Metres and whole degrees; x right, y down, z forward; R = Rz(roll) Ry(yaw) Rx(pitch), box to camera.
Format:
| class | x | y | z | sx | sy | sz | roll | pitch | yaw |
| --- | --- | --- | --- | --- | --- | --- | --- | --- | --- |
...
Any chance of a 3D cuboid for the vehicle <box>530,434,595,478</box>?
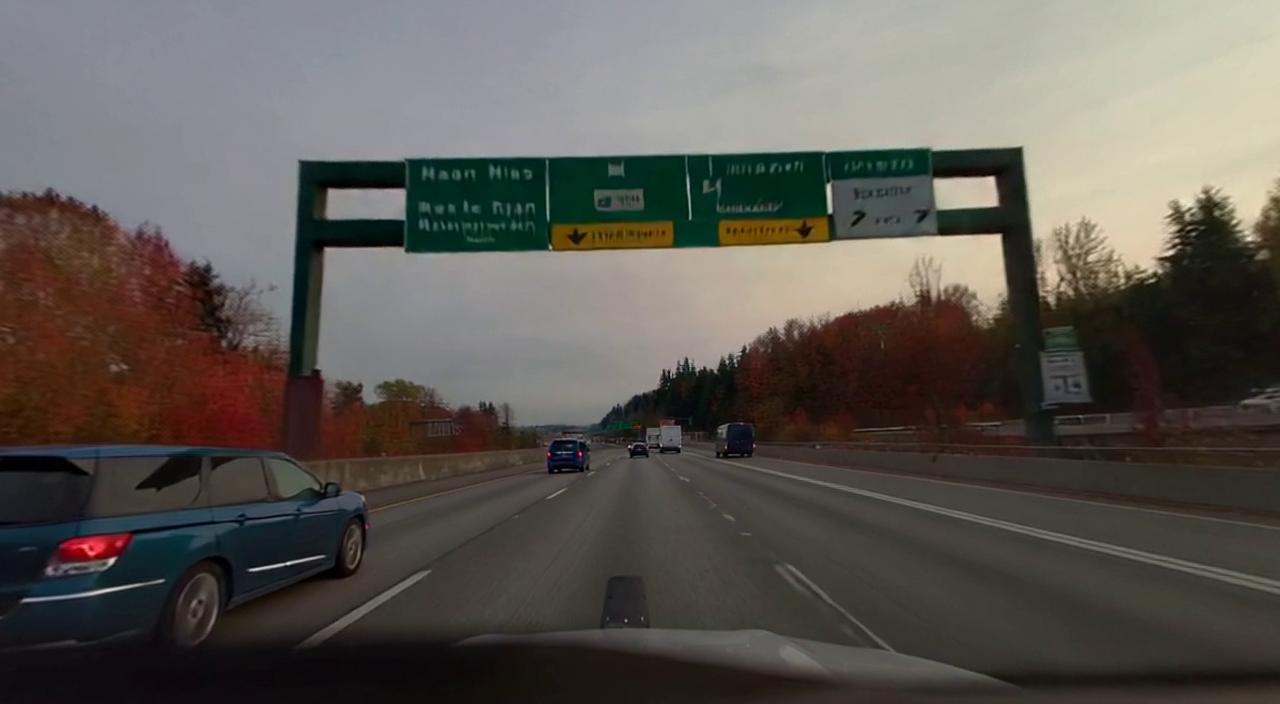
| class | x | y | z | sx | sy | sz | roll | pitch | yaw |
| --- | --- | --- | --- | --- | --- | --- | --- | --- | --- |
| vehicle | -3.193 | 4.402 | 26.944 | 2.177 | 1.707 | 4.432 | 0 | -8 | 0 |

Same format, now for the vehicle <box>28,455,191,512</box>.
| class | x | y | z | sx | sy | sz | roll | pitch | yaw |
| --- | --- | --- | --- | --- | --- | --- | --- | --- | --- |
| vehicle | -16.117 | 3.962 | 19.387 | 1.743 | 1.469 | 3.718 | 0 | -8 | 0 |

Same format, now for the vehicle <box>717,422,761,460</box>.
| class | x | y | z | sx | sy | sz | roll | pitch | yaw |
| --- | --- | --- | --- | --- | --- | --- | --- | --- | --- |
| vehicle | 7.583 | 6.955 | 48.992 | 2.435 | 2.754 | 6.284 | 0 | -8 | 0 |
